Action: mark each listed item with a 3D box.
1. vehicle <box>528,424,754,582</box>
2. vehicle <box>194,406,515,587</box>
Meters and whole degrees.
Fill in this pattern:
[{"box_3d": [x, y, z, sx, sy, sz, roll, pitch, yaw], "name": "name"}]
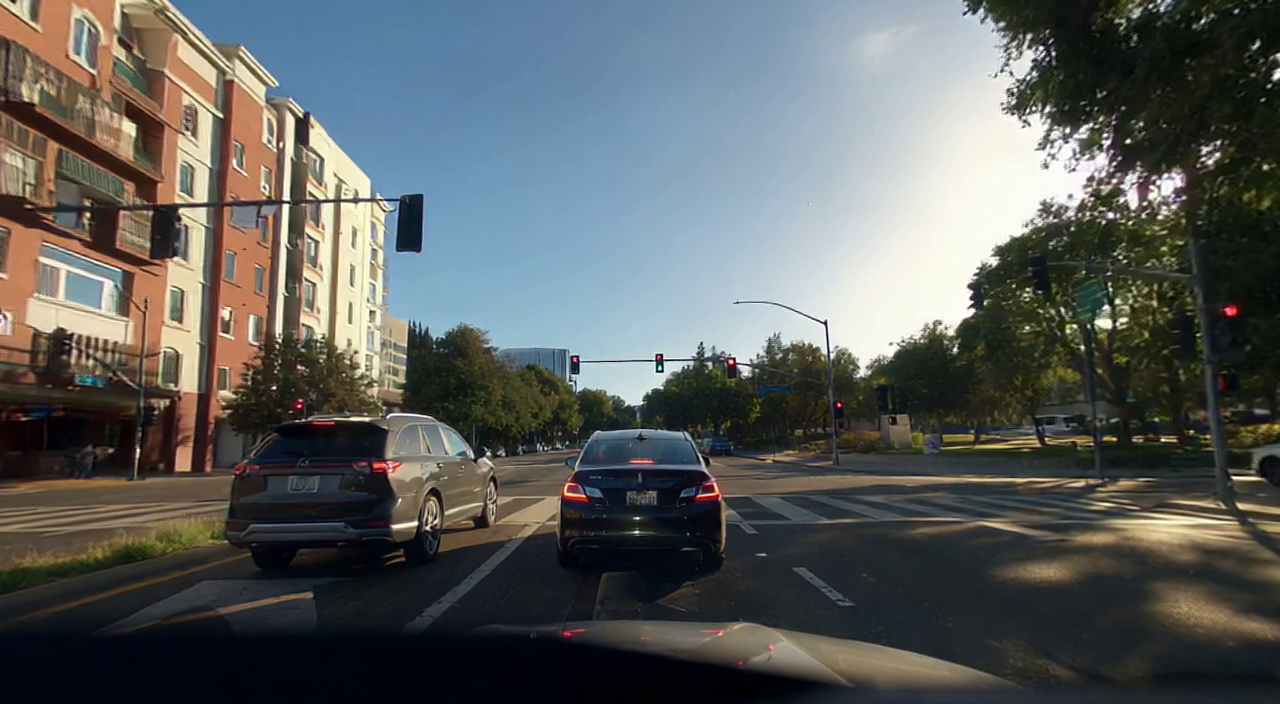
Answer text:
[{"box_3d": [0.023, 1.756, 8.144, 2.190, 1.522, 3.850, 0, -8, 0], "name": "vehicle"}, {"box_3d": [-3.177, 1.709, 8.327, 2.081, 1.719, 4.434, 0, -8, 1], "name": "vehicle"}]
